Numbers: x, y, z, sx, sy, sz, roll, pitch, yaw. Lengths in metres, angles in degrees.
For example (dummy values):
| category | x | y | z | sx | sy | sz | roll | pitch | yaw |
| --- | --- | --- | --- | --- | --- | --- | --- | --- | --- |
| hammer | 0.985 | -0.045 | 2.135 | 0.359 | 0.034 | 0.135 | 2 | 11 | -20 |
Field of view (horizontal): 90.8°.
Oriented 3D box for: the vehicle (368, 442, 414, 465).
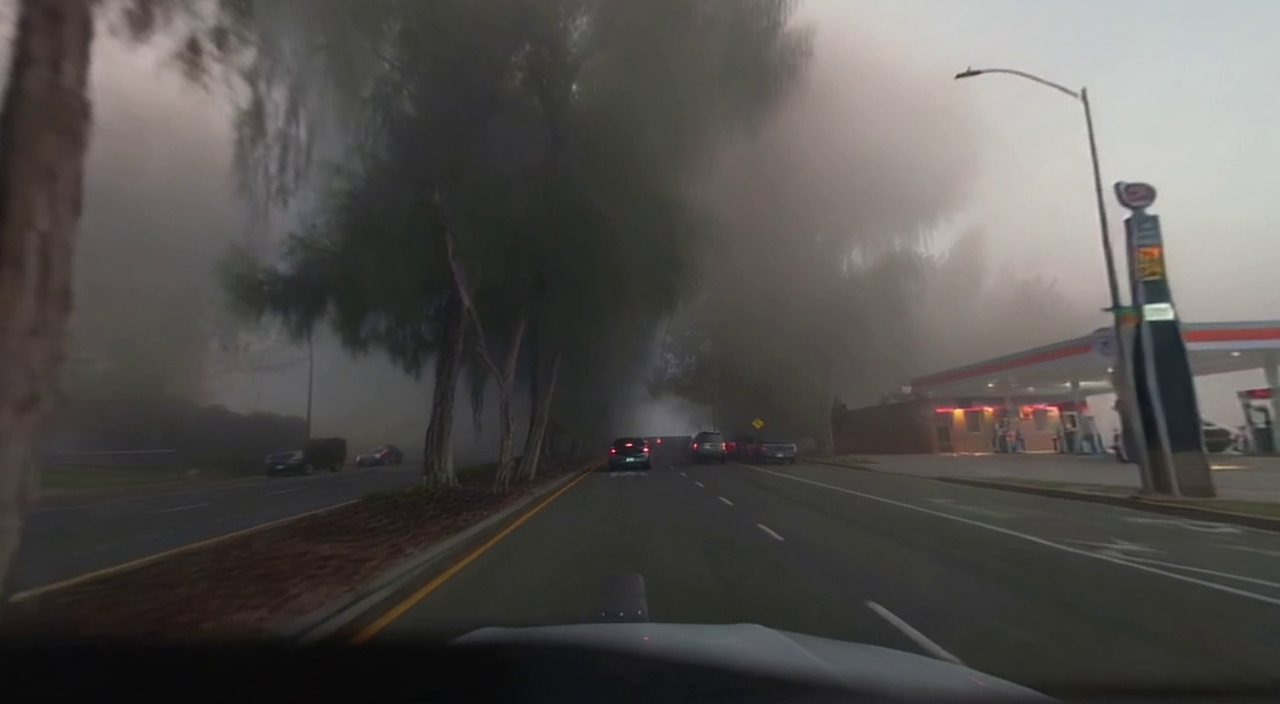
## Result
| category | x | y | z | sx | sy | sz | roll | pitch | yaw |
| --- | --- | --- | --- | --- | --- | --- | --- | --- | --- |
| vehicle | -19.356 | 7.915 | 49.328 | 1.903 | 1.706 | 3.994 | 0 | -8 | 0 |

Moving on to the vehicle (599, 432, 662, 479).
| category | x | y | z | sx | sy | sz | roll | pitch | yaw |
| --- | --- | --- | --- | --- | --- | --- | --- | --- | --- |
| vehicle | -0.284 | 3.629 | 22.321 | 2.052 | 1.488 | 3.779 | 0 | -8 | 1 |

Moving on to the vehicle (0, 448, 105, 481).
| category | x | y | z | sx | sy | sz | roll | pitch | yaw |
| --- | --- | --- | --- | --- | --- | --- | --- | --- | --- |
| vehicle | -27.576 | 5.121 | 28.903 | 4.413 | 1.451 | 1.882 | 0 | -9 | 0 |

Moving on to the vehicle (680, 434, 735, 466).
| category | x | y | z | sx | sy | sz | roll | pitch | yaw |
| --- | --- | --- | --- | --- | --- | --- | --- | --- | --- |
| vehicle | 3.274 | 4.911 | 31.656 | 2.124 | 1.476 | 4.730 | 0 | -8 | -1 |

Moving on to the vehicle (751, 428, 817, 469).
| category | x | y | z | sx | sy | sz | roll | pitch | yaw |
| --- | --- | --- | --- | --- | --- | --- | --- | --- | --- |
| vehicle | 6.733 | 4.592 | 30.032 | 2.117 | 1.757 | 4.969 | 0 | -8 | 2 |

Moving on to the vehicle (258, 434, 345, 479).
| category | x | y | z | sx | sy | sz | roll | pitch | yaw |
| --- | --- | --- | --- | --- | --- | --- | --- | --- | --- |
| vehicle | -19.002 | 5.839 | 35.793 | 2.222 | 2.141 | 5.390 | -1 | -6 | -3 |
